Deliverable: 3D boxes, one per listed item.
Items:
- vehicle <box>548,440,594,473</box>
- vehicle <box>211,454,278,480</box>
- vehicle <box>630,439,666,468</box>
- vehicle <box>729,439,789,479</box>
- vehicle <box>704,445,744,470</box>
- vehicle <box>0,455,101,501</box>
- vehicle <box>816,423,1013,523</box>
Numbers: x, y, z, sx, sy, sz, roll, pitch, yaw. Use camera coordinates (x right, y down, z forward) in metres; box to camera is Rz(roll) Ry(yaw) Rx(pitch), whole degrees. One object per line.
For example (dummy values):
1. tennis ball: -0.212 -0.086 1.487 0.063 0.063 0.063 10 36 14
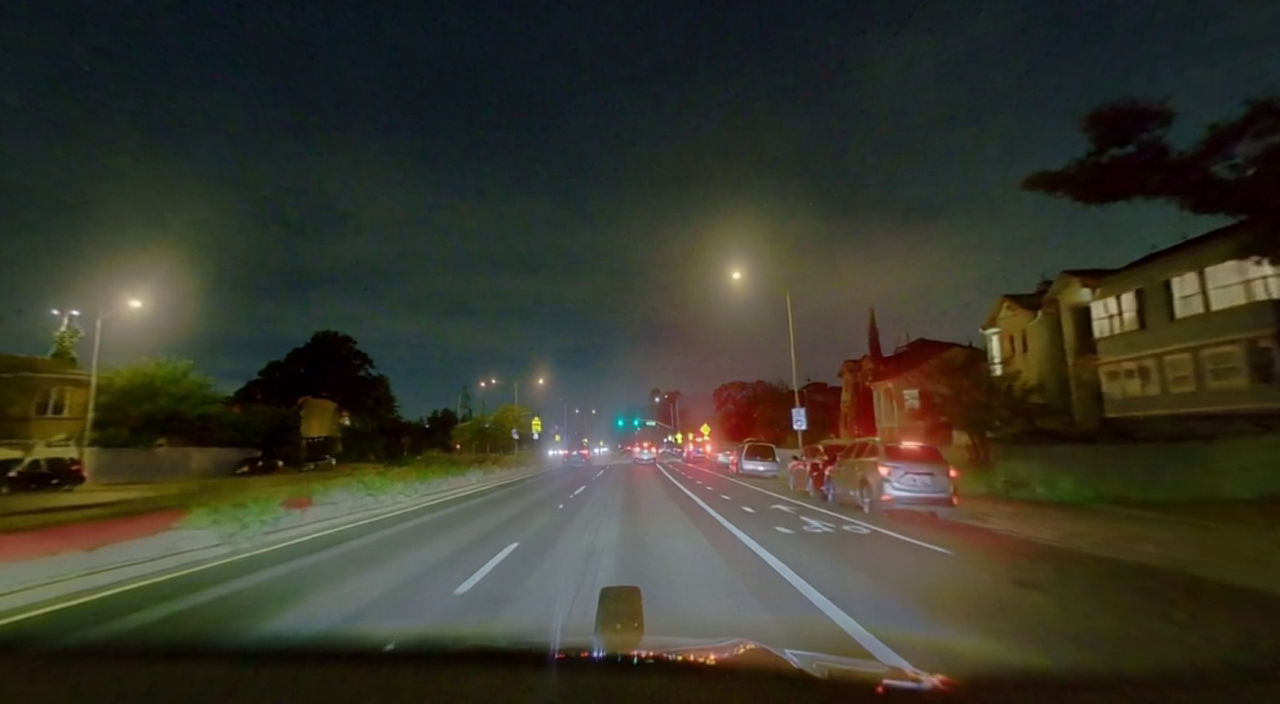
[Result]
1. vehicle: -3.995 6.124 37.276 2.233 1.775 4.491 0 -9 0
2. vehicle: -26.113 7.558 41.869 1.855 1.552 4.092 0 -9 -1
3. vehicle: 0.482 6.876 42.843 2.273 1.851 5.075 0 -9 -1
4. vehicle: 5.601 5.100 30.338 2.020 1.762 4.559 0 -9 1
5. vehicle: 5.479 6.942 41.708 1.910 1.520 4.375 0 -9 -2
6. vehicle: -25.860 5.262 26.616 2.018 1.721 4.735 -1 -9 2
7. vehicle: 5.726 2.589 14.067 2.154 1.824 4.782 0 -9 -1
